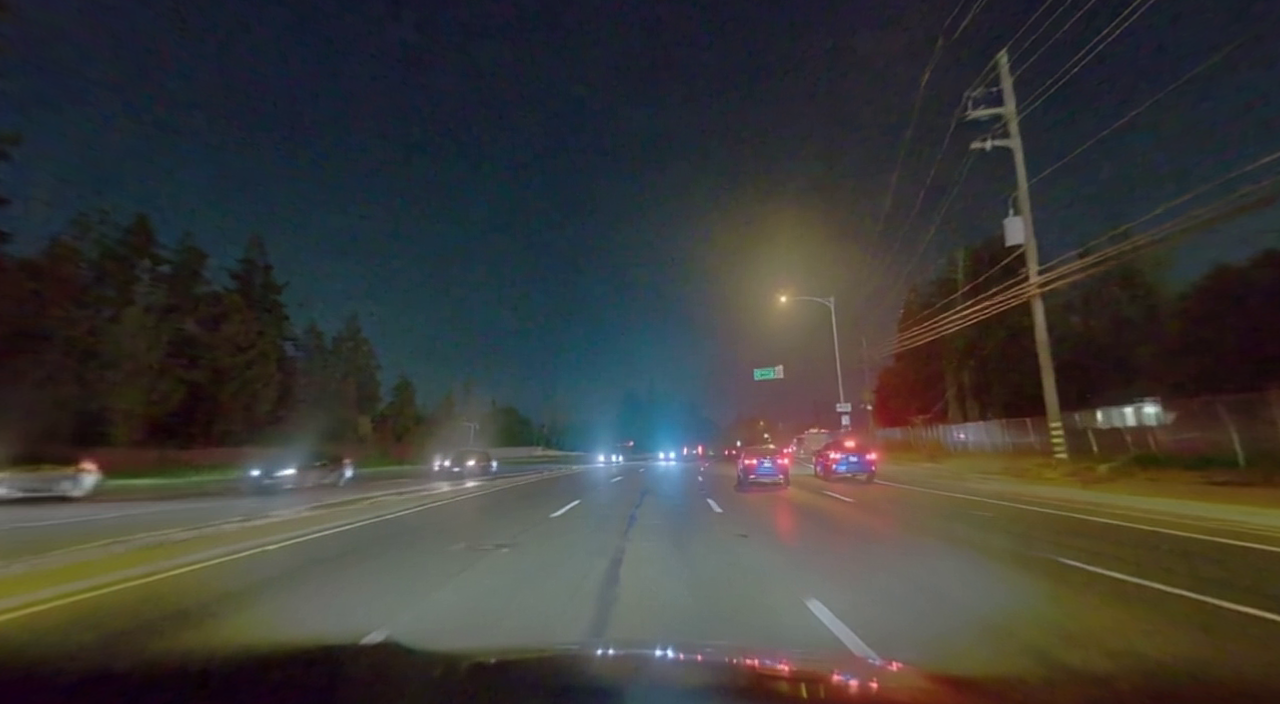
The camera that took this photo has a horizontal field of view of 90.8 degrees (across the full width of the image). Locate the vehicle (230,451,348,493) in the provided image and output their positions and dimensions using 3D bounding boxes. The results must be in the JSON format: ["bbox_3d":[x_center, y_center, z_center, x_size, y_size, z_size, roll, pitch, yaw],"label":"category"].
[{"bbox_3d":[-14.114,4.824,25.786,1.847,1.478,4.746,0,-9,4],"label":"vehicle"}]

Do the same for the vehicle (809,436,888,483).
[{"bbox_3d":[8.614,4.471,26.563,2.029,1.795,4.371,0,-9,3],"label":"vehicle"}]

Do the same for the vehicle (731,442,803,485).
[{"bbox_3d":[4.768,4.231,24.351,2.035,1.460,4.392,0,-9,3],"label":"vehicle"}]

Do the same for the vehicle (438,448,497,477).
[{"bbox_3d":[-10.112,6.508,37.435,1.885,1.592,4.337,-1,-9,5],"label":"vehicle"}]
